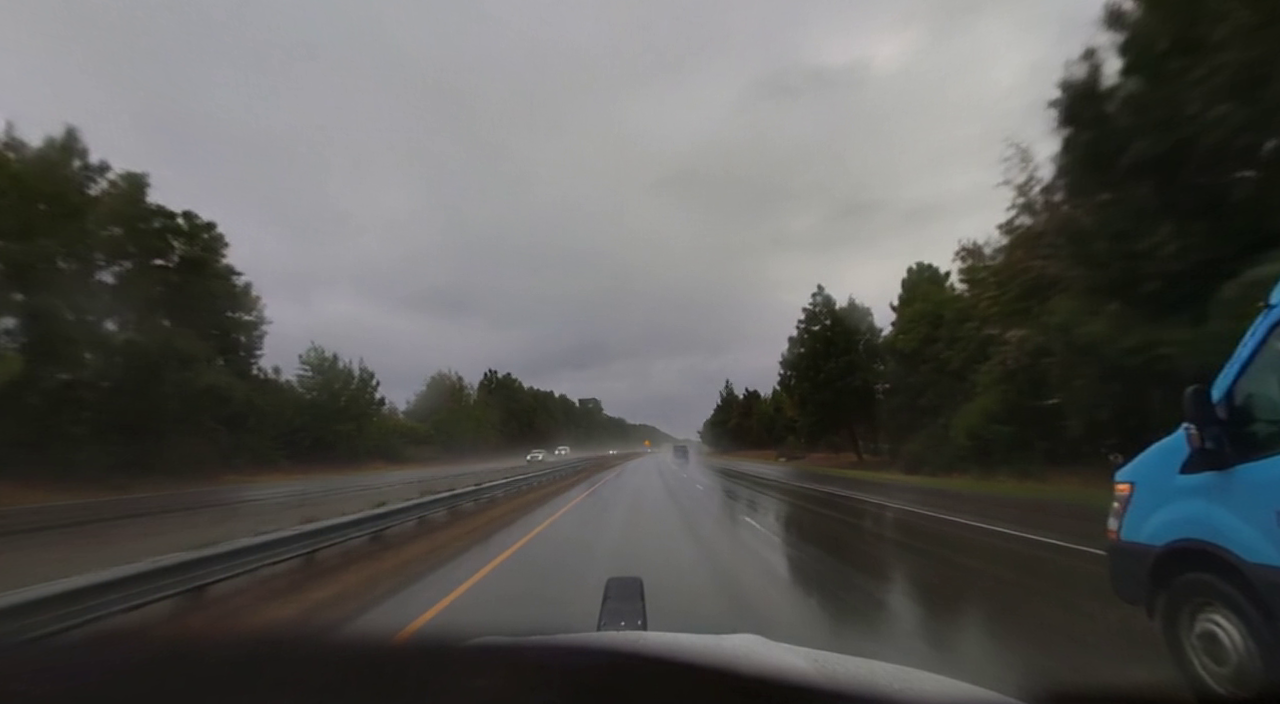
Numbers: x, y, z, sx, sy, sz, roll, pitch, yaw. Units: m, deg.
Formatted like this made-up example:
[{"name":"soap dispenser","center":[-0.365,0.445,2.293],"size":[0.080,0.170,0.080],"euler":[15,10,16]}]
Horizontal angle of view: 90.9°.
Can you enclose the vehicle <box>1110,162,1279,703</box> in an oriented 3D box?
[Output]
[{"name":"vehicle","center":[4.097,0.104,0.530],"size":[2.522,2.556,6.180],"euler":[0,-9,0]}]
